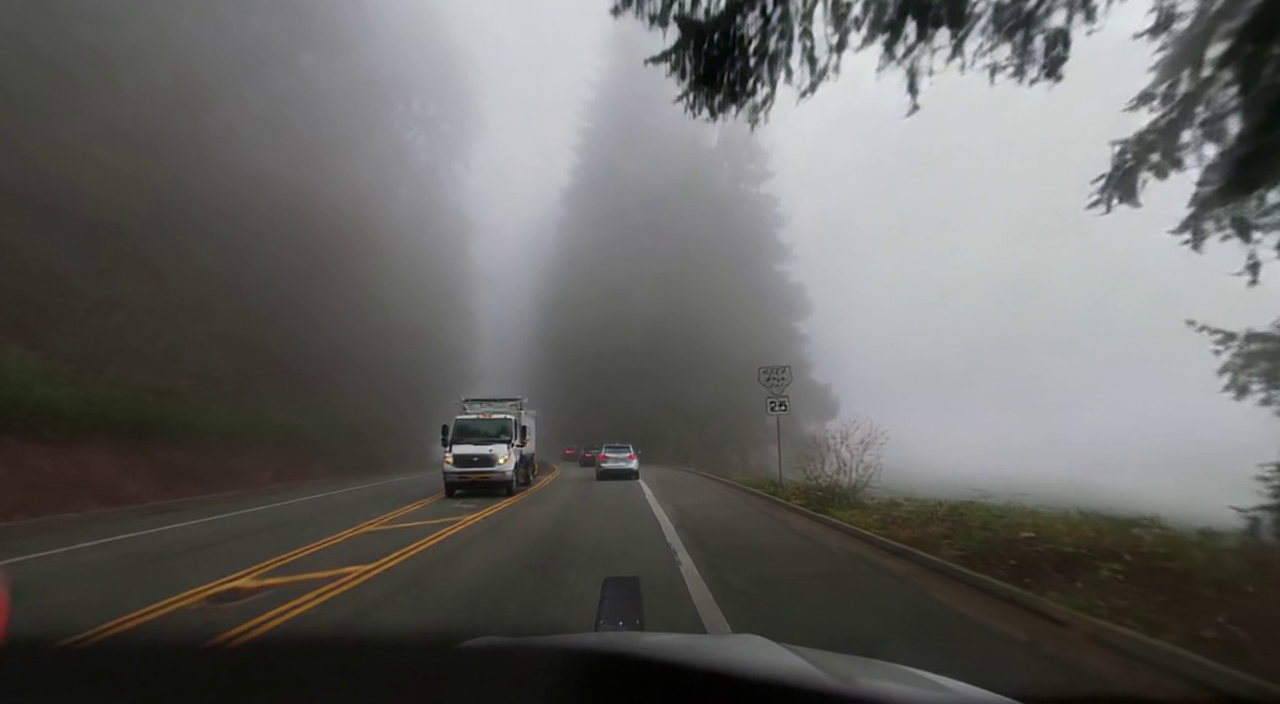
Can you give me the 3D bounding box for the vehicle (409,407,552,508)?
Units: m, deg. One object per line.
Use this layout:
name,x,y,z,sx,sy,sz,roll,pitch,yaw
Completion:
vehicle,-3.700,2.618,16.140,2.671,2.053,6.074,1,-8,-6

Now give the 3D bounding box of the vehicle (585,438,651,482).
vehicle,-0.863,3.931,23.346,2.186,1.463,4.356,0,-8,-4
